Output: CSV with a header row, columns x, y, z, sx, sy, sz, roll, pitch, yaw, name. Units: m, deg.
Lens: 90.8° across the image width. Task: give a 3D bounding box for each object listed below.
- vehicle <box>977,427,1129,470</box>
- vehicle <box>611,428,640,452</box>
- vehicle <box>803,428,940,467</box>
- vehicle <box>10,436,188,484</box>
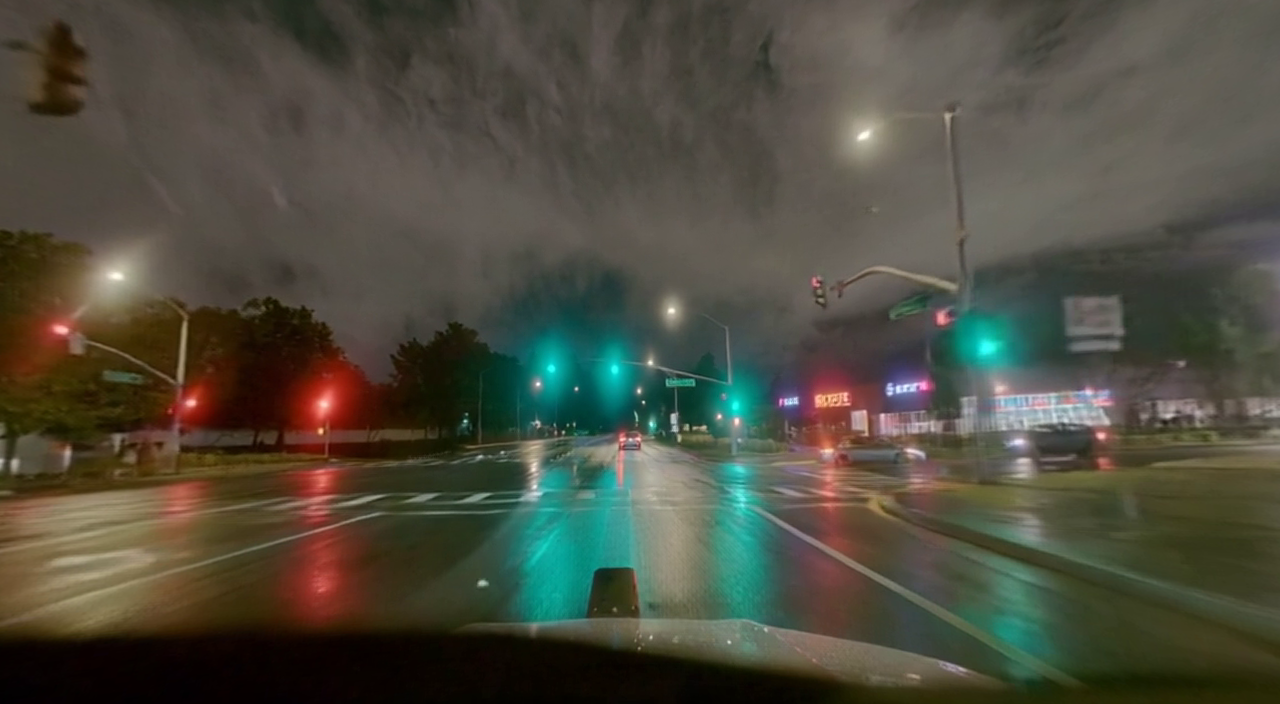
x,y,z,sx,sy,sz,roll,pitch,yaw,name
16.724,3.913,25.758,4.710,1.588,2.053,-1,-9,-2,vehicle
-1.052,6.451,46.096,2.024,1.628,4.774,0,-8,-1,vehicle
9.351,3.909,25.844,4.794,1.511,1.992,0,-8,-3,vehicle
-34.480,6.899,40.585,8.399,2.938,2.801,1,-8,-4,vehicle
